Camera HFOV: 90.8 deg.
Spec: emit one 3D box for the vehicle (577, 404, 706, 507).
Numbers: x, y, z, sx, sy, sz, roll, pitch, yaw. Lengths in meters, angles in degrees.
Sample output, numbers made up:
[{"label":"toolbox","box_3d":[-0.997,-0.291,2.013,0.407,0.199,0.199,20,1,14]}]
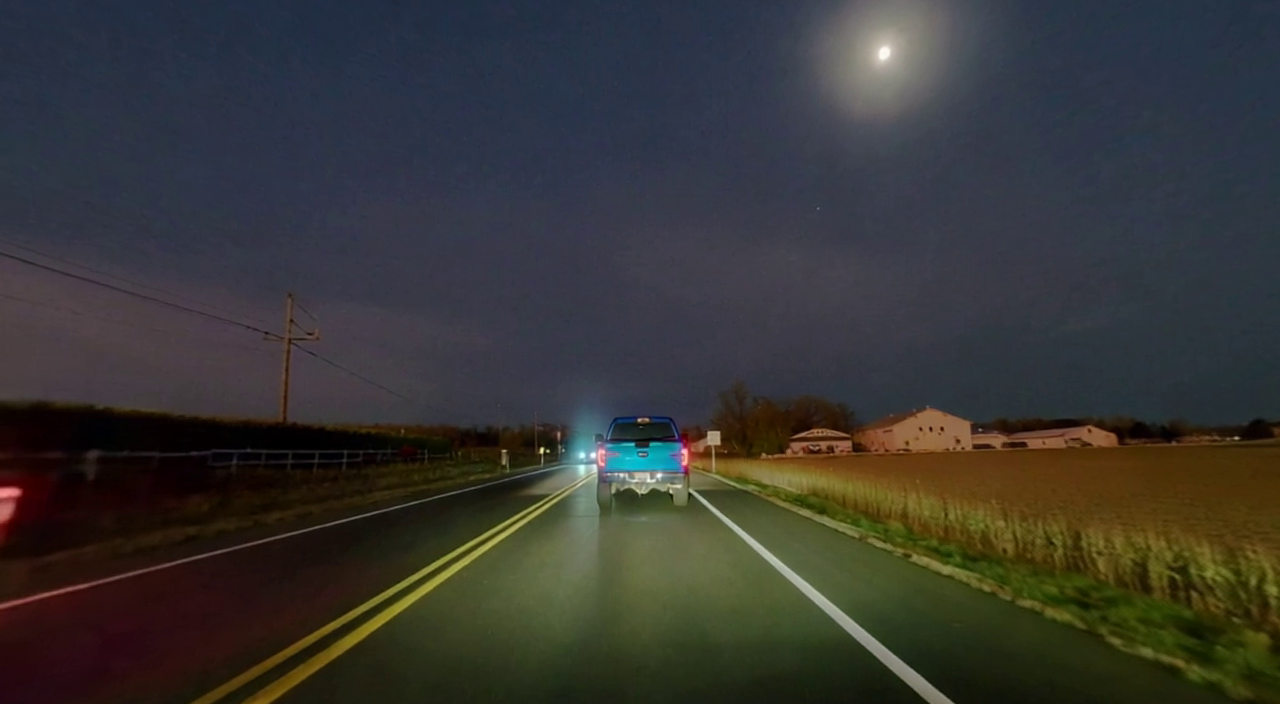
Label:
[{"label":"vehicle","box_3d":[-0.052,2.887,18.028,2.912,2.320,7.292,0,-8,-1]}]
